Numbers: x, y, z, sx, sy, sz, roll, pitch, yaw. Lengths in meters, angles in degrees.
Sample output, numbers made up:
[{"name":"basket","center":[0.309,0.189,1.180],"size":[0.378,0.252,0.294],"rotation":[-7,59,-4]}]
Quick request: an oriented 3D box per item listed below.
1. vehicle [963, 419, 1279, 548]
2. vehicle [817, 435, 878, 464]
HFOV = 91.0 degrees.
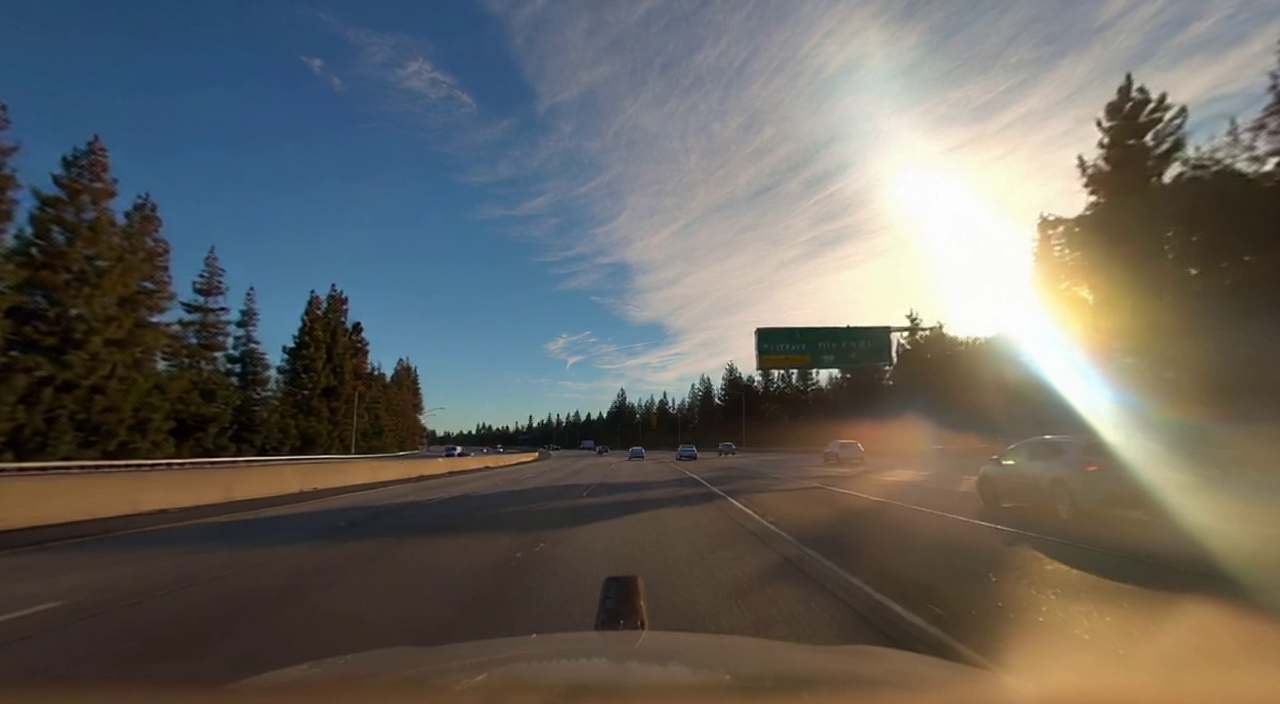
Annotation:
[{"name":"vehicle","center":[7.565,2.028,10.385],"size":[2.124,1.661,4.267],"rotation":[0,-8,-1]},{"name":"vehicle","center":[13.985,6.613,42.791],"size":[2.107,1.803,5.385],"rotation":[0,-8,-2]}]
